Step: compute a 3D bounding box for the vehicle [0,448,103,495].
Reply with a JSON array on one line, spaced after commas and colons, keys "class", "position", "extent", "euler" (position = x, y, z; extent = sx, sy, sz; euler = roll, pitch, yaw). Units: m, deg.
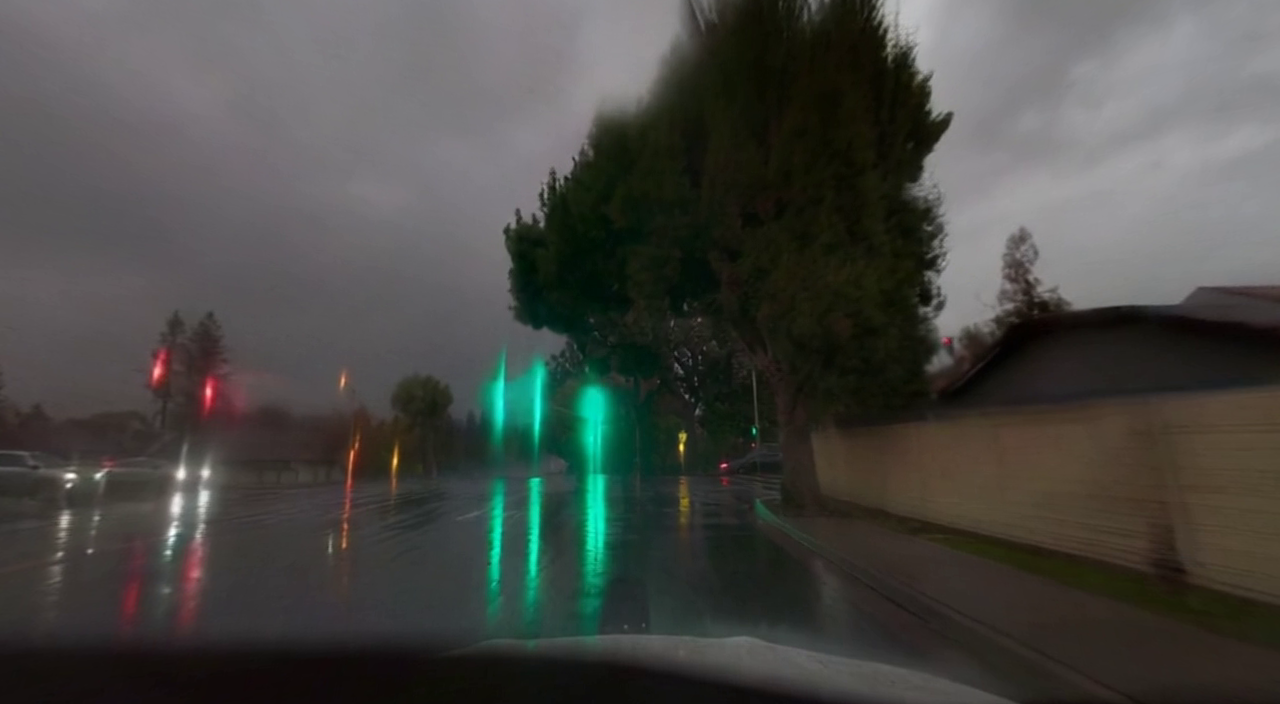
[{"class": "vehicle", "position": [-25.149, 4.722, 25.147], "extent": [5.107, 1.749, 2.254], "euler": [0, -9, -6]}]

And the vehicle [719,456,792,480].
[{"class": "vehicle", "position": [7.783, 7.814, 42.601], "extent": [4.510, 1.461, 1.828], "euler": [1, -9, -8]}]

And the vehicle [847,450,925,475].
[{"class": "vehicle", "position": [17.178, 7.736, 44.131], "extent": [4.626, 1.608, 1.911], "euler": [1, -9, -8]}]

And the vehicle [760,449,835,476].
[{"class": "vehicle", "position": [9.768, 6.838, 39.304], "extent": [4.106, 1.583, 1.806], "euler": [1, -9, -9]}]

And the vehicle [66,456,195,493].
[{"class": "vehicle", "position": [-26.000, 6.262, 32.320], "extent": [4.664, 1.728, 1.959], "euler": [1, -9, -6]}]
